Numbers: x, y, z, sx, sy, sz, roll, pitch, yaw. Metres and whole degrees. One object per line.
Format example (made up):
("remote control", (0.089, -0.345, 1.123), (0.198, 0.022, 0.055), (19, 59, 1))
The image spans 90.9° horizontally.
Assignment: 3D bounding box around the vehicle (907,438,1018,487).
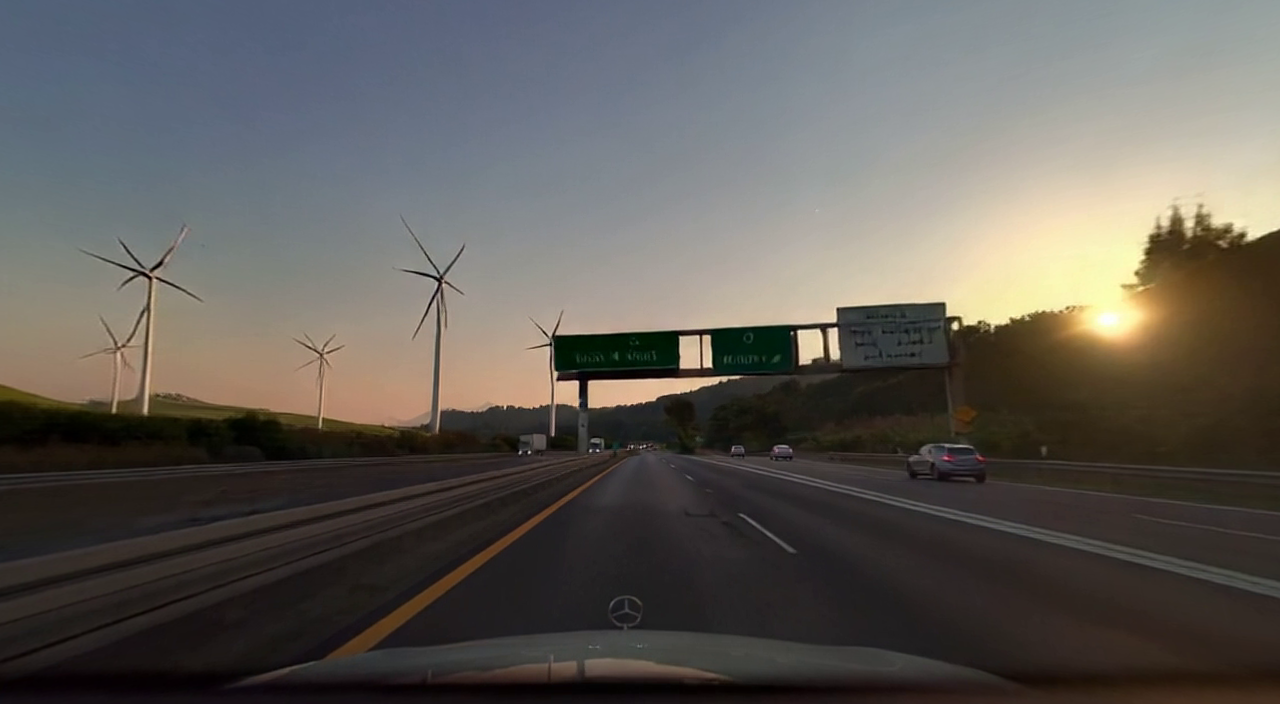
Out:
("vehicle", (12.325, 4.243, 24.501), (1.897, 1.669, 4.825), (0, -9, 2))
